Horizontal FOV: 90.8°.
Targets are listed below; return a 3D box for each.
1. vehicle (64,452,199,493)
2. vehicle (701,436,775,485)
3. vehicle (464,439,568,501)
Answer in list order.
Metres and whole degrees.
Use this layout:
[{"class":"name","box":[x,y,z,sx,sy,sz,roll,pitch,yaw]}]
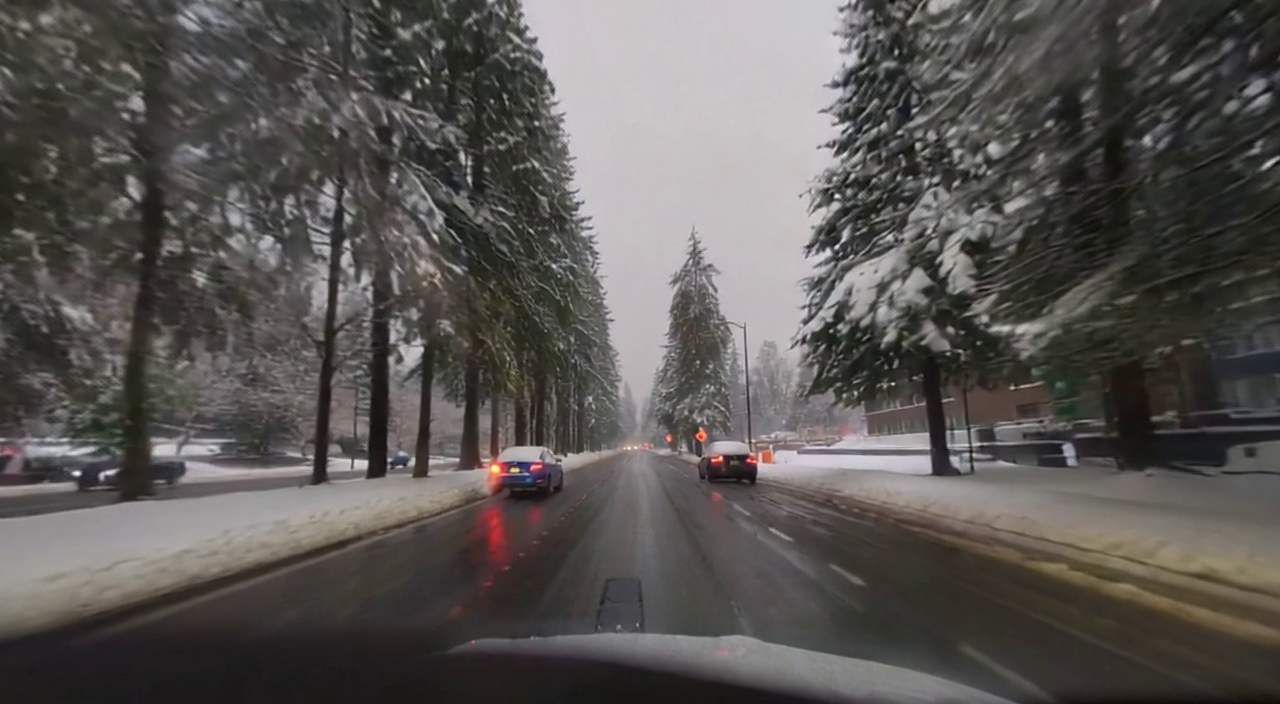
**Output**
[{"class":"vehicle","box":[-21.956,5.171,27.602,1.996,1.605,4.671,0,-9,0]},{"class":"vehicle","box":[3.875,4.405,25.903,2.159,1.793,4.735,0,-9,-1]},{"class":"vehicle","box":[-3.225,3.184,17.323,2.020,1.474,4.098,0,-9,0]}]
